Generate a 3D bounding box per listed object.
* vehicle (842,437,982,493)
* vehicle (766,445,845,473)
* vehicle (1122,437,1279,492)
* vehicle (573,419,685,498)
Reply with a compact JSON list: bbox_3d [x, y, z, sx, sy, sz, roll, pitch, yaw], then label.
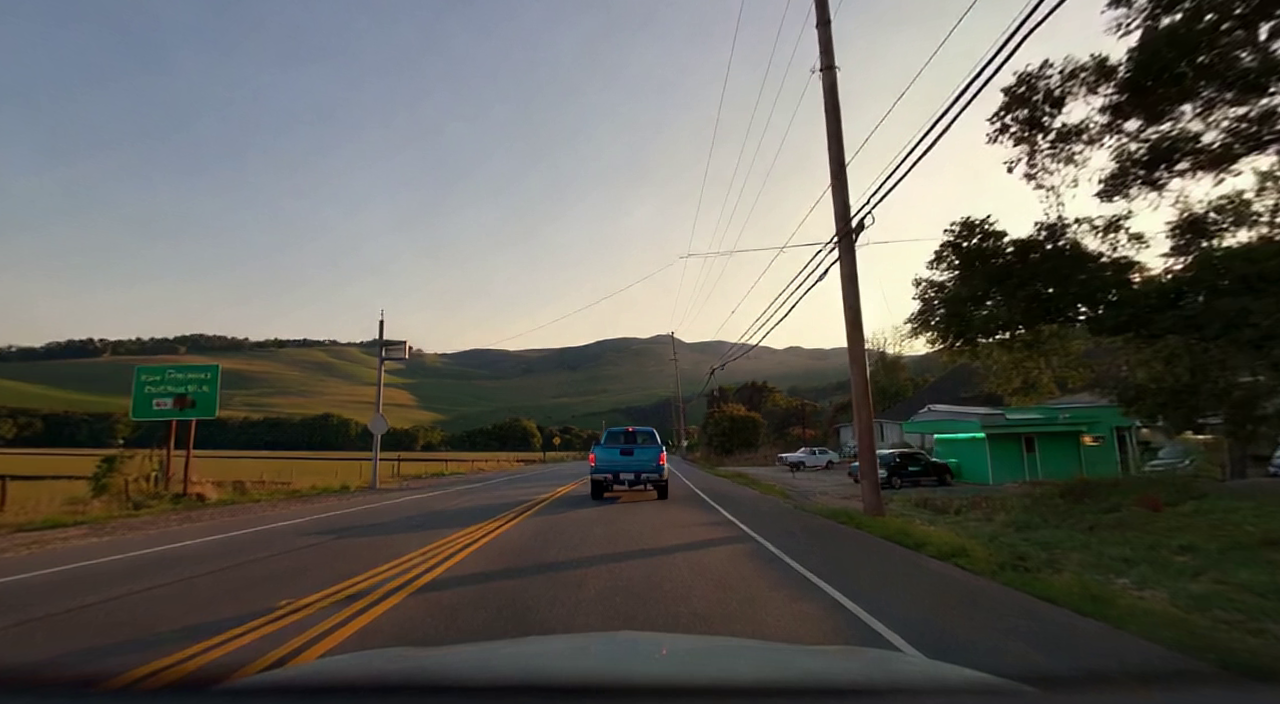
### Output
[{"bbox_3d":[11.267,4.607,26.027,5.776,1.936,2.535,7,-8,-34],"label":"vehicle"},{"bbox_3d":[11.263,7.182,42.883,5.304,1.754,2.340,6,-11,-37],"label":"vehicle"},{"bbox_3d":[22.000,4.257,24.096,5.246,1.981,2.054,-2,-9,9],"label":"vehicle"},{"bbox_3d":[-0.272,3.322,20.195,2.921,2.031,7.416,0,-8,0],"label":"vehicle"}]
